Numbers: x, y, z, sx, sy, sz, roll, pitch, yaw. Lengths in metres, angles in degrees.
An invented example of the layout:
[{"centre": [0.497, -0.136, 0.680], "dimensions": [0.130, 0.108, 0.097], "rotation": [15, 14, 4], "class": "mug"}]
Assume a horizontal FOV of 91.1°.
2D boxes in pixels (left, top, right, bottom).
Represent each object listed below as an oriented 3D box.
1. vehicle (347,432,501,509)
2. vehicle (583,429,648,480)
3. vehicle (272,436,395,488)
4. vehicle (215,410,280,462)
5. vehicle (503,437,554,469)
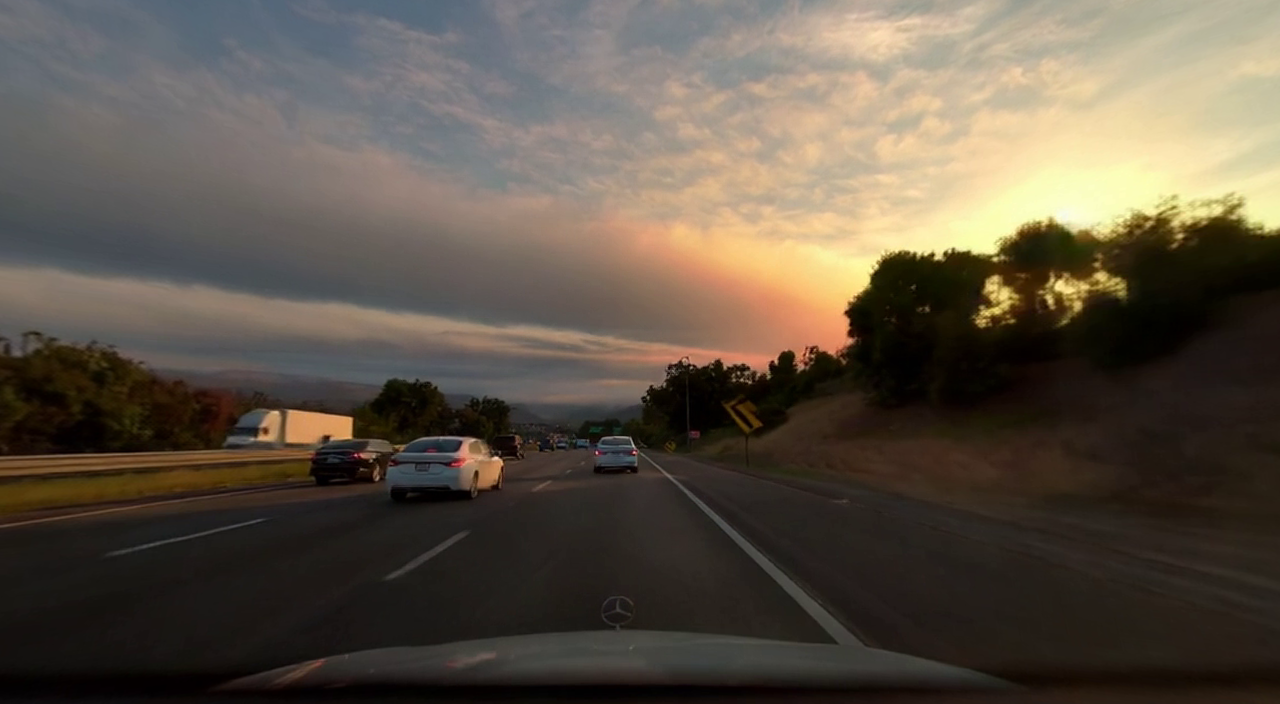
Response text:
[{"centre": [-4.642, 2.569, 14.319], "dimensions": [1.971, 1.464, 4.386], "rotation": [0, -8, 0], "class": "vehicle"}, {"centre": [-0.874, 3.686, 22.986], "dimensions": [2.178, 1.658, 3.916], "rotation": [0, -8, -2], "class": "vehicle"}, {"centre": [-9.342, 3.341, 19.555], "dimensions": [1.850, 1.439, 3.932], "rotation": [0, -8, 0], "class": "vehicle"}, {"centre": [-30.421, 6.537, 48.813], "dimensions": [2.981, 3.860, 2.886], "rotation": [0, -8, -2], "class": "vehicle"}, {"centre": [-5.343, 4.899, 30.679], "dimensions": [1.835, 1.432, 3.835], "rotation": [0, -8, -1], "class": "vehicle"}]
